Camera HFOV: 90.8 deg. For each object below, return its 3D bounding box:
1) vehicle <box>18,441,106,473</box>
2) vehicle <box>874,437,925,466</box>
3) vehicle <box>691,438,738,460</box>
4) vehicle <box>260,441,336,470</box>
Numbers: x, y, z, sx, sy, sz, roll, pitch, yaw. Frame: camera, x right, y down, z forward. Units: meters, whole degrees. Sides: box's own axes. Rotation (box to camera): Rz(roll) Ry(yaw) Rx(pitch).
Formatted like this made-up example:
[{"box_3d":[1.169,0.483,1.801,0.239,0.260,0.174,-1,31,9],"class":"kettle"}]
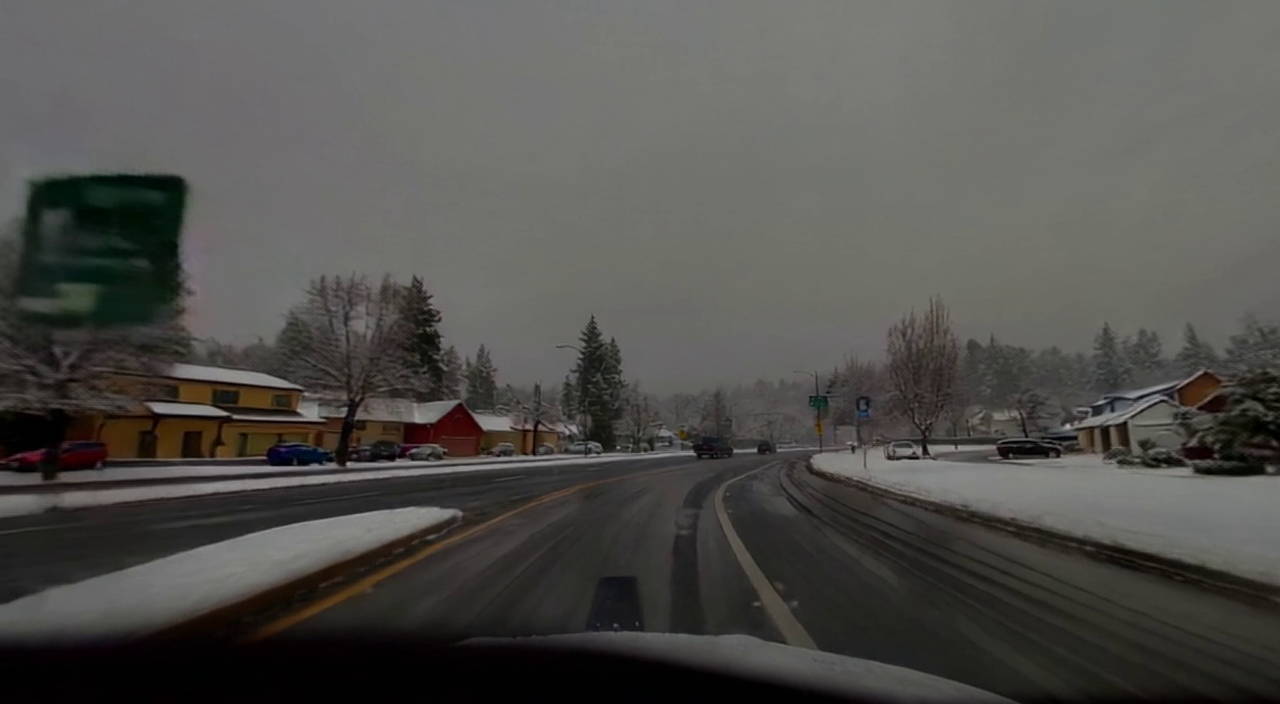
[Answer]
[{"box_3d":[-33.819,6.127,36.964,4.418,1.746,1.925,-4,-9,22],"class":"vehicle"},{"box_3d":[16.459,6.383,40.308,1.988,1.487,4.479,-3,-13,10],"class":"vehicle"},{"box_3d":[5.356,6.846,44.591,2.081,1.489,4.863,-4,-9,21],"class":"vehicle"},{"box_3d":[-24.561,7.520,45.603,1.958,1.708,4.611,-7,-15,18],"class":"vehicle"}]
